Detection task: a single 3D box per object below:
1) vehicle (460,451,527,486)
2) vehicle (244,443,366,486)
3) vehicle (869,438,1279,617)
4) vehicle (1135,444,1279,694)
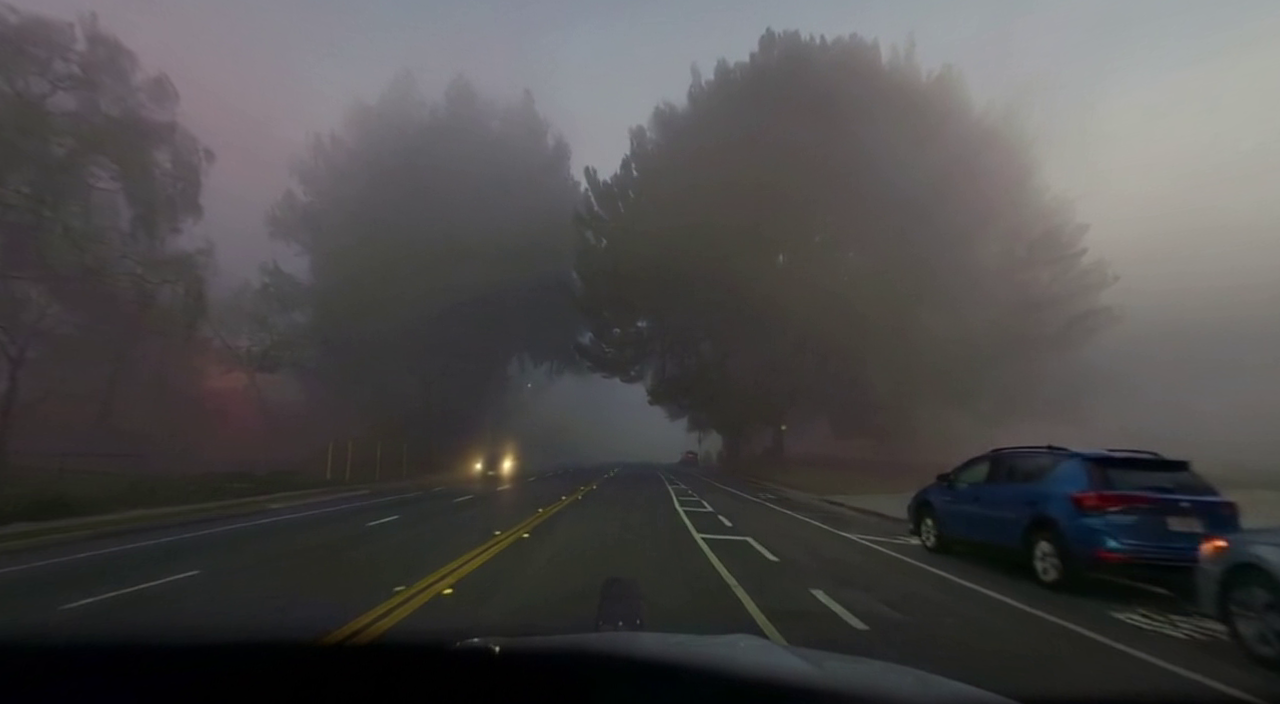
[{"bbox_3d":[-6.832,5.464,30.058,2.057,1.495,4.592,0,-9,1],"label":"vehicle"},{"bbox_3d":[-16.530,5.538,31.429,5.125,1.941,2.086,4,-10,-27],"label":"vehicle"},{"bbox_3d":[5.076,1.978,8.240,2.349,1.632,4.594,0,-9,-1],"label":"vehicle"},{"bbox_3d":[5.124,1.259,3.095,1.891,1.611,4.269,0,-9,0],"label":"vehicle"}]
